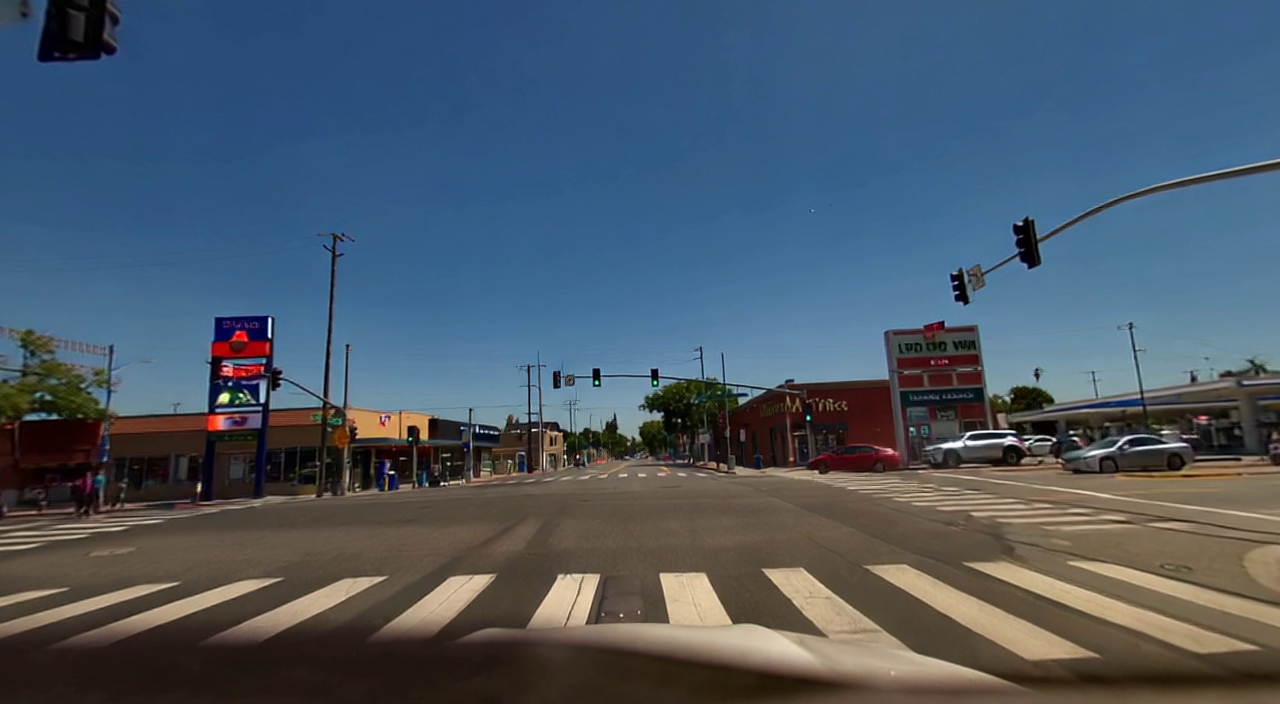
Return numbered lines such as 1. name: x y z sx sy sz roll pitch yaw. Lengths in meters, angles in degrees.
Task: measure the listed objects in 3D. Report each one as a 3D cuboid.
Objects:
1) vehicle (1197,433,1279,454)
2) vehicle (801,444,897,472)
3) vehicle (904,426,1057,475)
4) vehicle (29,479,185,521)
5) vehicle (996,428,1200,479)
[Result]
1. vehicle: 42.044 6.439 44.448 4.347 1.446 1.777 1 -9 -10
2. vehicle: 11.562 5.857 35.018 4.728 1.468 2.083 -5 -9 27
3. vehicle: 13.000 3.824 24.519 4.916 1.730 1.986 -4 -9 21
4. vehicle: -21.161 5.850 25.174 4.676 1.463 1.909 -1 -8 6
5. vehicle: 14.356 3.232 20.205 4.835 1.487 1.913 -3 -9 20
